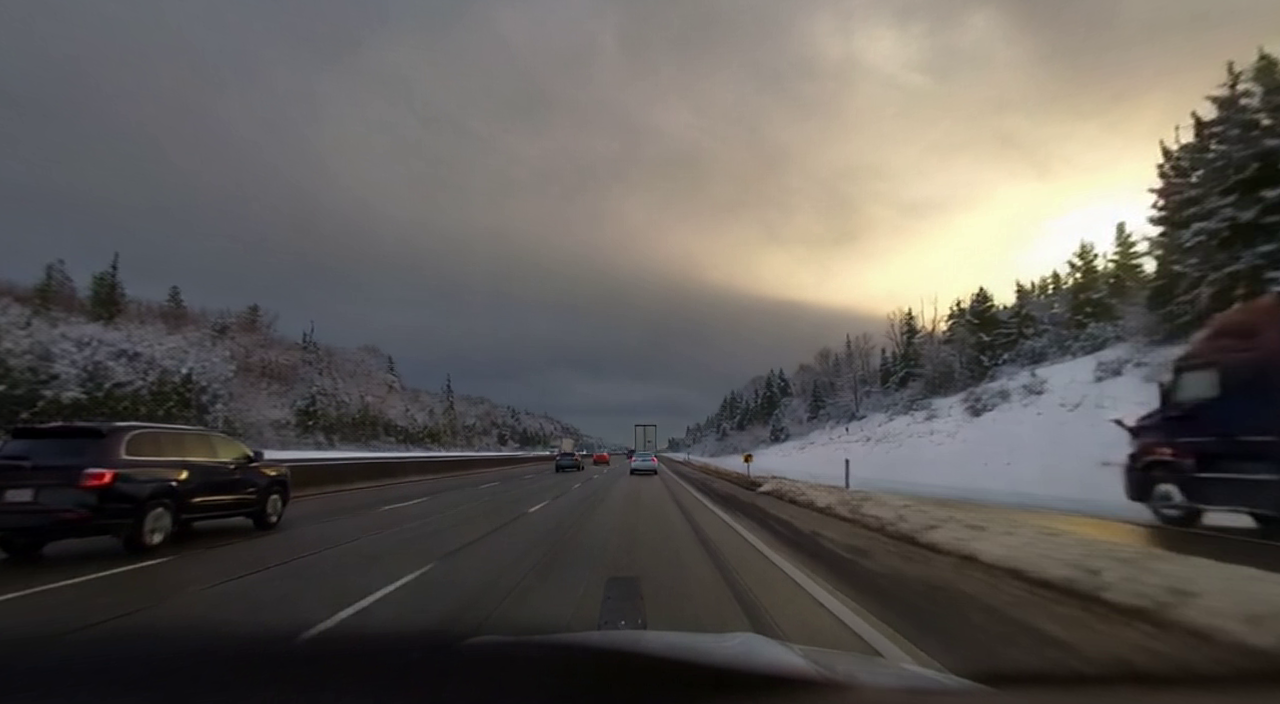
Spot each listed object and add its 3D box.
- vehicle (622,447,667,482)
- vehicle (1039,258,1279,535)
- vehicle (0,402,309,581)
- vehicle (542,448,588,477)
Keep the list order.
[{"bbox_3d":[0.156,5.243,29.622,1.991,1.507,3.391,0,-9,-1],"label":"vehicle"},{"bbox_3d":[10.715,0.663,9.242,2.997,3.951,9.277,1,-9,-4],"label":"vehicle"},{"bbox_3d":[-7.567,1.889,9.406,2.316,1.875,5.337,0,-9,0],"label":"vehicle"},{"bbox_3d":[-4.112,6.138,35.267,2.018,1.504,4.431,0,-9,0],"label":"vehicle"}]
